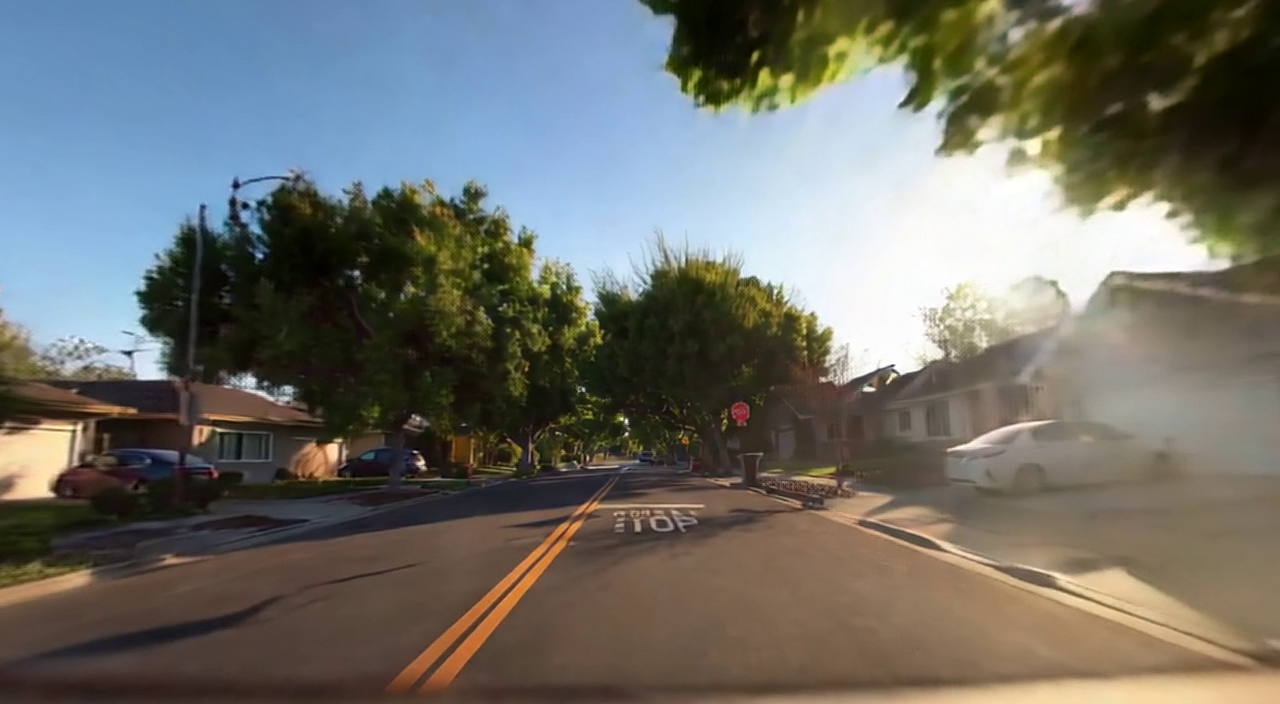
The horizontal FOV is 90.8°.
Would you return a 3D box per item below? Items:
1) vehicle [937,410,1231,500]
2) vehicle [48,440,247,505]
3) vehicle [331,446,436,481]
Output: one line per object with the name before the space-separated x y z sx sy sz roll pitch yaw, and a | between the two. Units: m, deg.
vehicle | 9.878 2.325 14.367 5.234 1.868 2.014 1 -9 -4
vehicle | -14.588 3.544 18.861 4.493 1.776 1.997 -1 -9 9
vehicle | -13.938 6.086 34.629 4.809 1.865 2.093 0 -9 -2
